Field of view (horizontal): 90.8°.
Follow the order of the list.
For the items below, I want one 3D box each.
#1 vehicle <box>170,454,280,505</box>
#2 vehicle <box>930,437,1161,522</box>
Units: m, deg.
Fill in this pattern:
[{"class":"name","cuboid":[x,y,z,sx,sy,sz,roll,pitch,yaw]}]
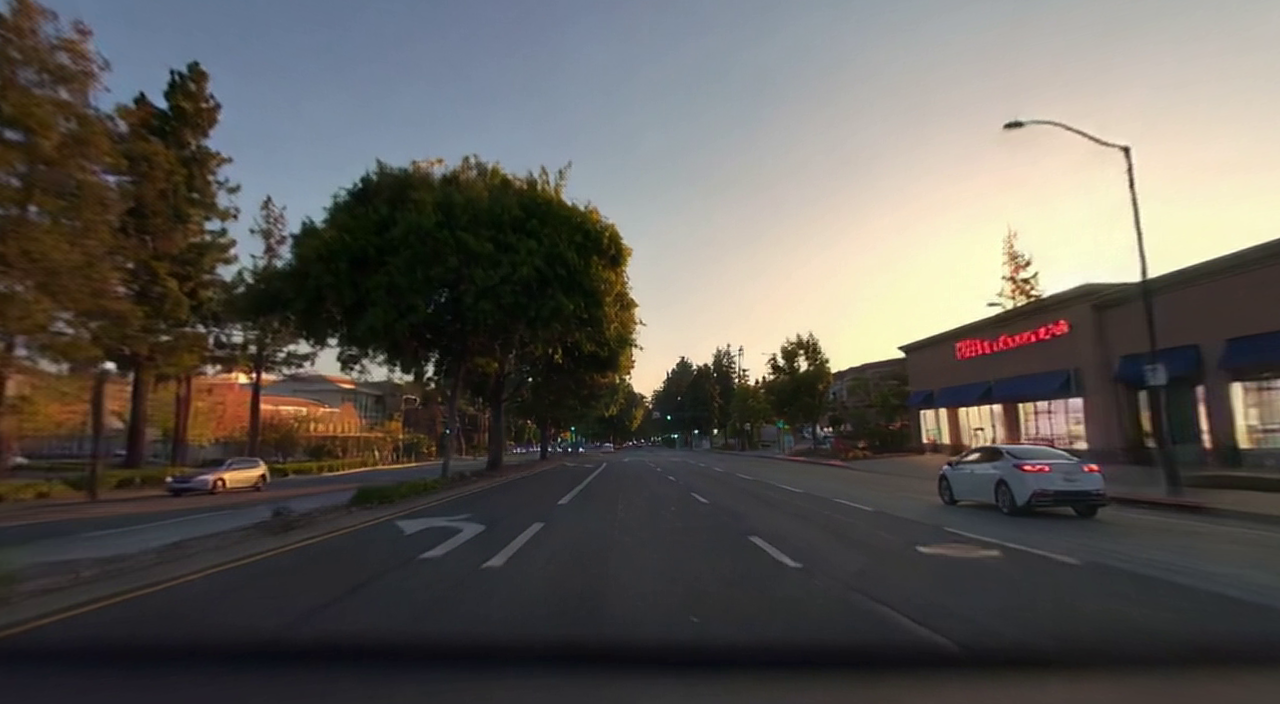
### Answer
[{"class":"vehicle","cuboid":[-14.420,4.340,21.872,4.523,1.494,1.857,-7,-11,40]},{"class":"vehicle","cuboid":[8.074,2.550,13.211,1.936,1.460,4.258,0,-8,-1]}]
